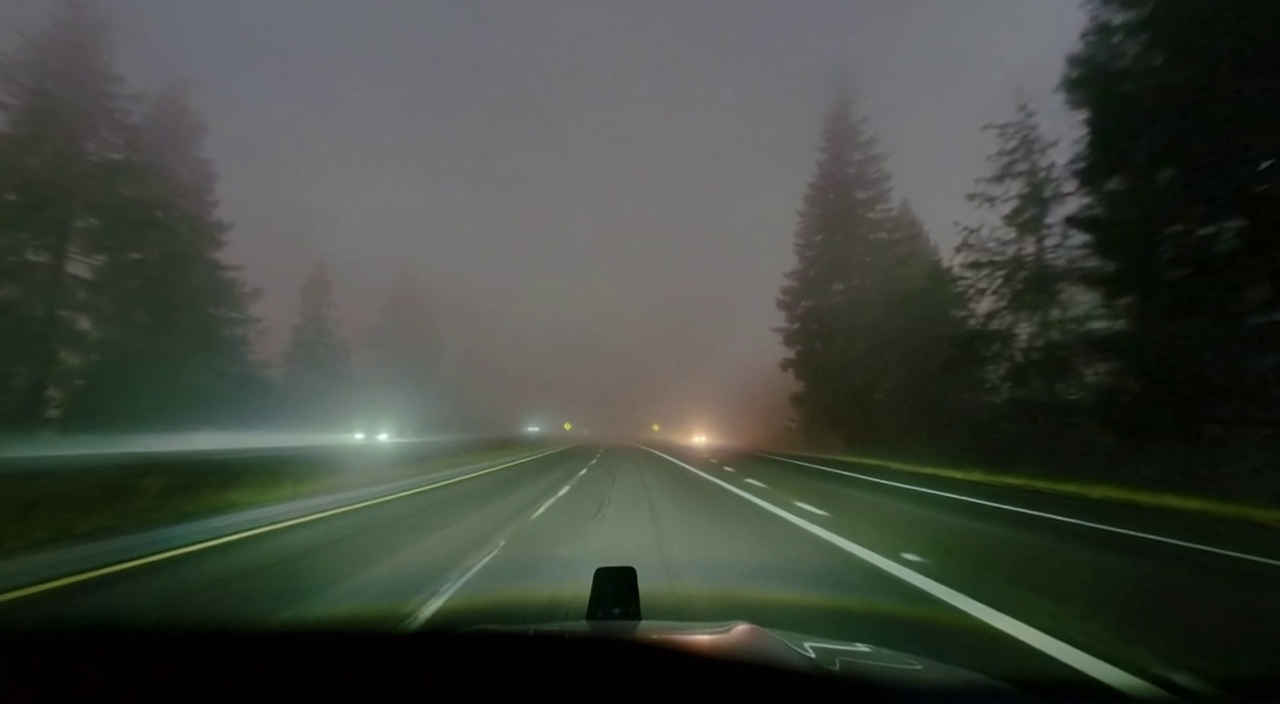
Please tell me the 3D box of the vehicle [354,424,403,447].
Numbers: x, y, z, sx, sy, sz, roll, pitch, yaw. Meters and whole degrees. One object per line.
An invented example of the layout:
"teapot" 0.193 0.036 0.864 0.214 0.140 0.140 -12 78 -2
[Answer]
"vehicle" -17.337 5.555 41.986 1.761 1.429 3.686 0 -8 -1
